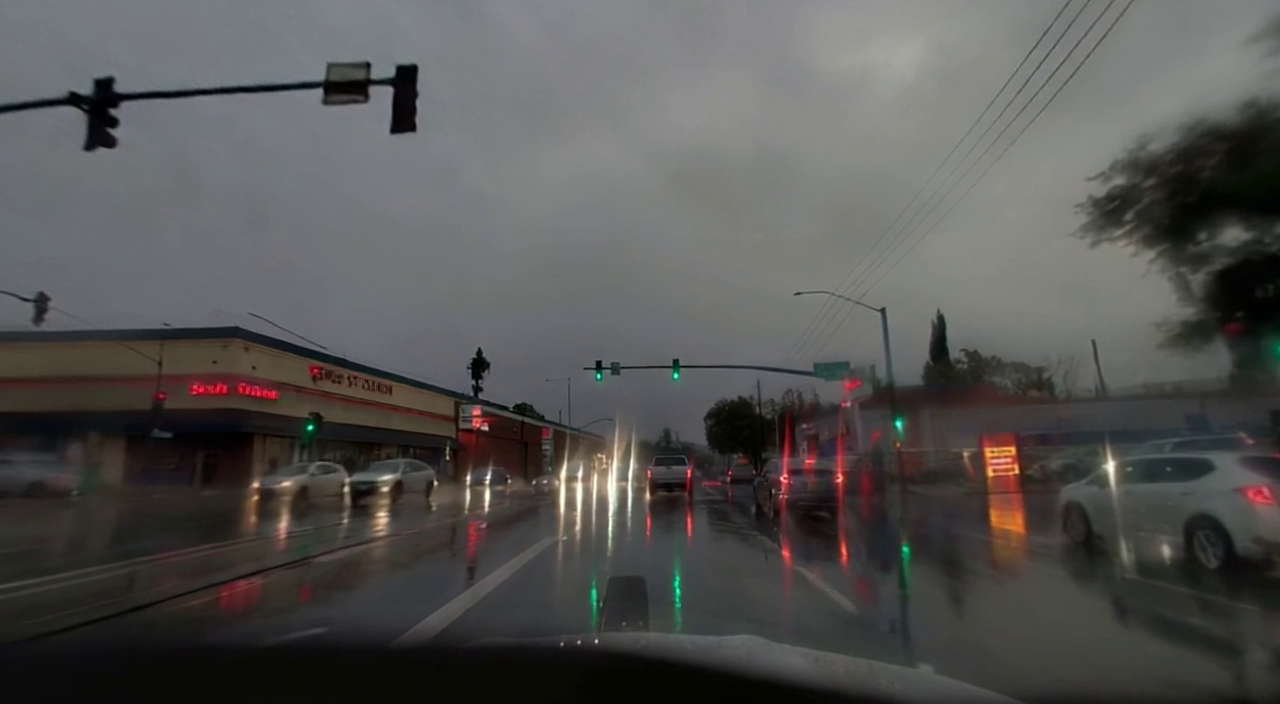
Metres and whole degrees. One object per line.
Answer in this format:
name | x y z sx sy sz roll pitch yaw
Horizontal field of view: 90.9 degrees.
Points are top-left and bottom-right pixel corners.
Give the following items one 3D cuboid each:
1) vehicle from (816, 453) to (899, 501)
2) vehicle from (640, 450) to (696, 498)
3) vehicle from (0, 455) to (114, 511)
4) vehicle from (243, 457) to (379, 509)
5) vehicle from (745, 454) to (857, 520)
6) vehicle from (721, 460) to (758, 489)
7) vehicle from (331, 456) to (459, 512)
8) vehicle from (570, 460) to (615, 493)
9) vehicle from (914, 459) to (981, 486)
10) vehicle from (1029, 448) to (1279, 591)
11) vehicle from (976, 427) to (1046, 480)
vehicle | 8.852 5.093 26.113 2.040 1.738 4.414 0 -9 3
vehicle | 1.257 5.189 27.294 2.210 1.861 4.280 -1 -9 4
vehicle | -18.623 3.910 19.195 4.404 1.462 2.075 -4 -9 23
vehicle | -11.170 4.449 21.900 1.938 1.506 4.771 -1 -9 4
vehicle | 4.214 3.588 17.354 1.963 1.484 4.609 0 -9 1
vehicle | 6.618 8.210 42.360 2.036 1.719 4.318 -1 -9 4
vehicle | -7.605 4.124 20.180 1.993 1.491 4.673 -1 -9 4
vehicle | -2.797 7.462 38.104 2.041 1.494 4.647 -3 -6 4
vehicle | 18.394 7.163 37.656 4.373 1.399 2.052 8 -11 -41
vehicle | 7.663 2.045 8.532 1.911 1.466 4.572 0 -9 1
vehicle | 19.577 5.282 33.104 2.521 2.491 5.455 -7 -11 34
